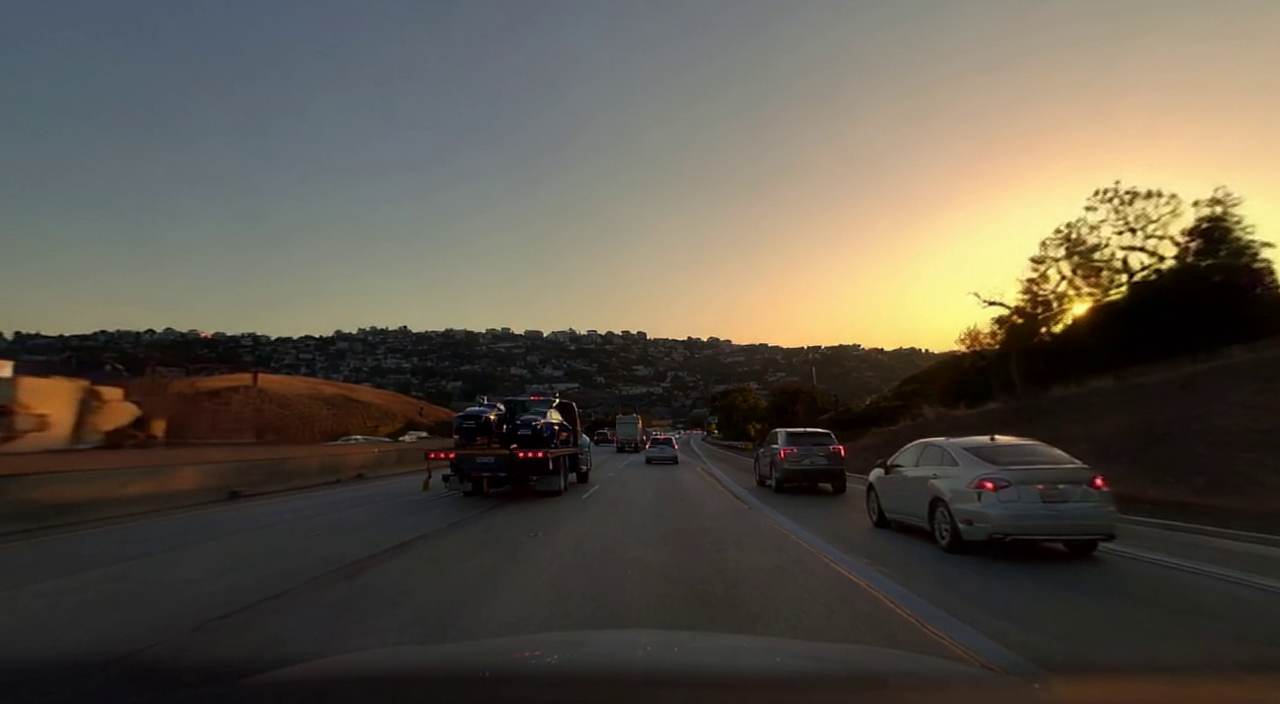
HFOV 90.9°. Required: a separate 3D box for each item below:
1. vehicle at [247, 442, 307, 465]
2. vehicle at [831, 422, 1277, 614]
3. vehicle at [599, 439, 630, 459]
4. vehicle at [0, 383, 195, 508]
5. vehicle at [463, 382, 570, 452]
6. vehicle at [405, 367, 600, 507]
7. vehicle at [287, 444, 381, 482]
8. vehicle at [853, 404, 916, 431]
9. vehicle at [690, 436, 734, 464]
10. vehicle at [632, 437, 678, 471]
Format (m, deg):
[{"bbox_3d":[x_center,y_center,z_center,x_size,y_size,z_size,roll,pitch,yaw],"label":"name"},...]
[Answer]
[{"bbox_3d":[-27.035,7.561,47.161,1.825,1.670,4.151,-1,-8,3],"label":"vehicle"},{"bbox_3d":[3.929,1.616,7.156,2.040,1.481,4.260,0,-8,-2],"label":"vehicle"},{"bbox_3d":[-1.880,7.426,48.237,2.016,1.450,4.310,0,-8,2],"label":"vehicle"},{"bbox_3d":[-13.435,2.126,14.337,2.548,2.365,5.452,0,-8,1],"label":"vehicle"},{"bbox_3d":[-3.230,1.910,17.532,1.893,1.674,4.766,0,-8,2],"label":"vehicle"},{"bbox_3d":[-3.244,2.529,18.571,3.162,2.955,10.282,0,-8,2],"label":"vehicle"},{"bbox_3d":[-12.594,4.561,26.240,1.877,1.403,3.836,0,-8,2],"label":"vehicle"},{"bbox_3d":[14.814,4.039,38.500,1.930,1.454,4.126,0,-8,-4],"label":"vehicle"},{"bbox_3d":[4.281,5.927,38.235,2.075,1.614,4.682,0,-8,-1],"label":"vehicle"},{"bbox_3d":[0.694,4.841,30.185,2.079,1.499,3.915,0,-8,1],"label":"vehicle"}]
